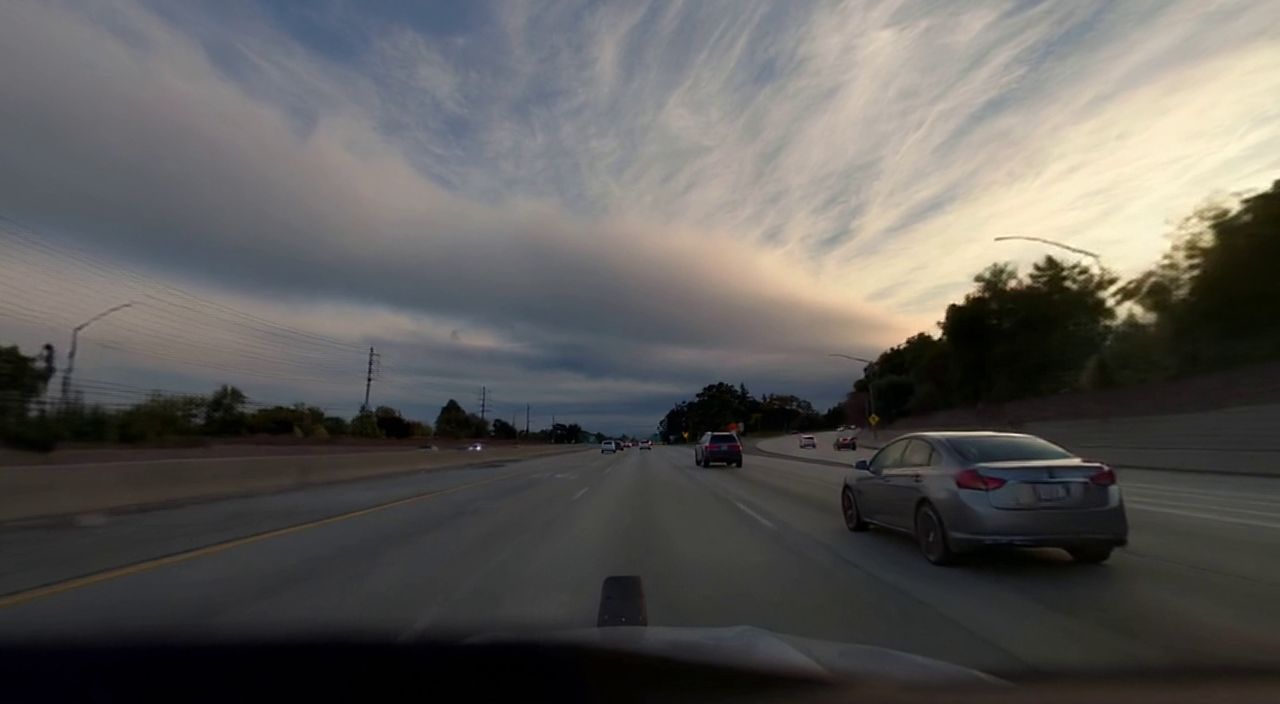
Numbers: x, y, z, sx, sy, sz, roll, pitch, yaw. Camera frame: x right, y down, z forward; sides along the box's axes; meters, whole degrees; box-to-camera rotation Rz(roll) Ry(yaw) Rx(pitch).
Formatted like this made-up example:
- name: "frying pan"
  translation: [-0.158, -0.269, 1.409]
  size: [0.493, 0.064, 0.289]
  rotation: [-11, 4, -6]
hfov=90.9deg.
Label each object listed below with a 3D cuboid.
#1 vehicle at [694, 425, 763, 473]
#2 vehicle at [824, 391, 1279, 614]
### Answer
- name: "vehicle"
  translation: [3.993, 4.525, 29.566]
  size: [2.442, 2.022, 5.466]
  rotation: [0, -8, 0]
- name: "vehicle"
  translation: [3.798, 1.433, 6.991]
  size: [2.146, 1.639, 4.475]
  rotation: [0, -8, 0]
